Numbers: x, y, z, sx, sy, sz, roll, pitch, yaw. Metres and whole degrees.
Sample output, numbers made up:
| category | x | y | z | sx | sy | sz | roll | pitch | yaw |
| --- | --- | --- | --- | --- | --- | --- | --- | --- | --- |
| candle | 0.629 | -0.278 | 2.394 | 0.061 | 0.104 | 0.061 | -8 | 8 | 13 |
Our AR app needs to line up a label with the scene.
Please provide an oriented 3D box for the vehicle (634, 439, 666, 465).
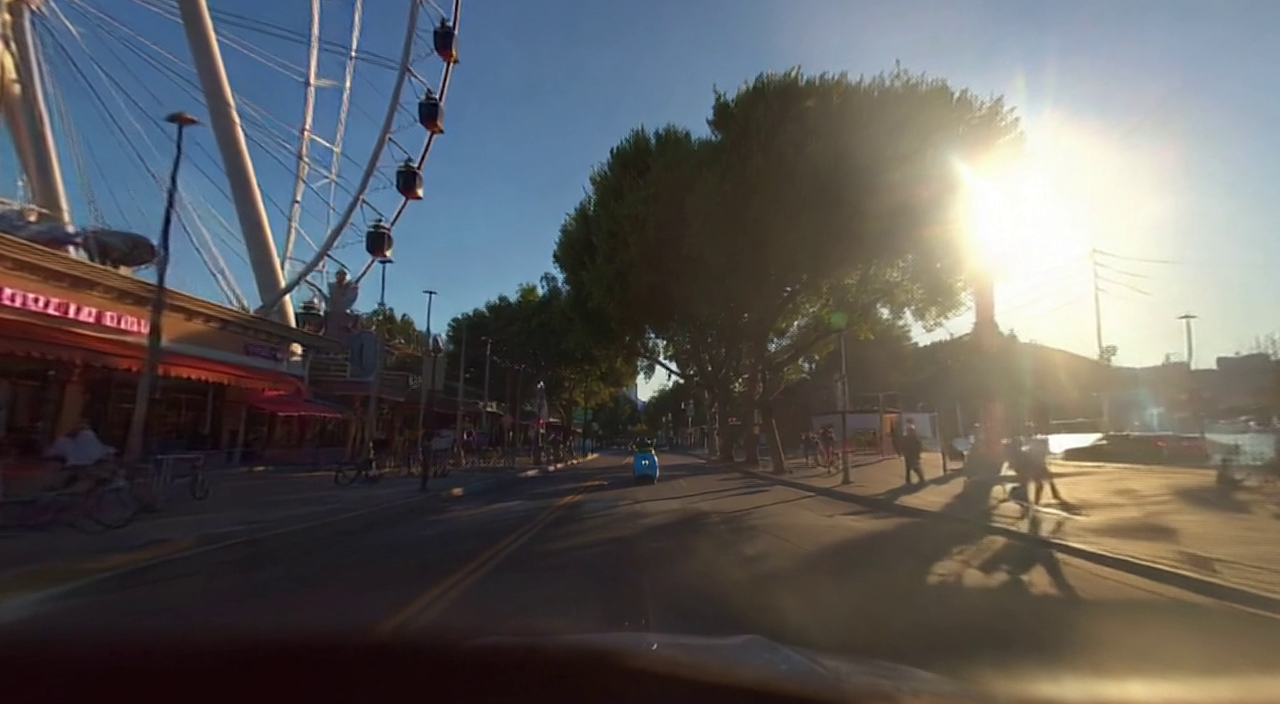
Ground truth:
| category | x | y | z | sx | sy | sz | roll | pitch | yaw |
| --- | --- | --- | --- | --- | --- | --- | --- | --- | --- |
| vehicle | 0.684 | 7.225 | 45.734 | 2.221 | 1.773 | 4.228 | 0 | -9 | 0 |
